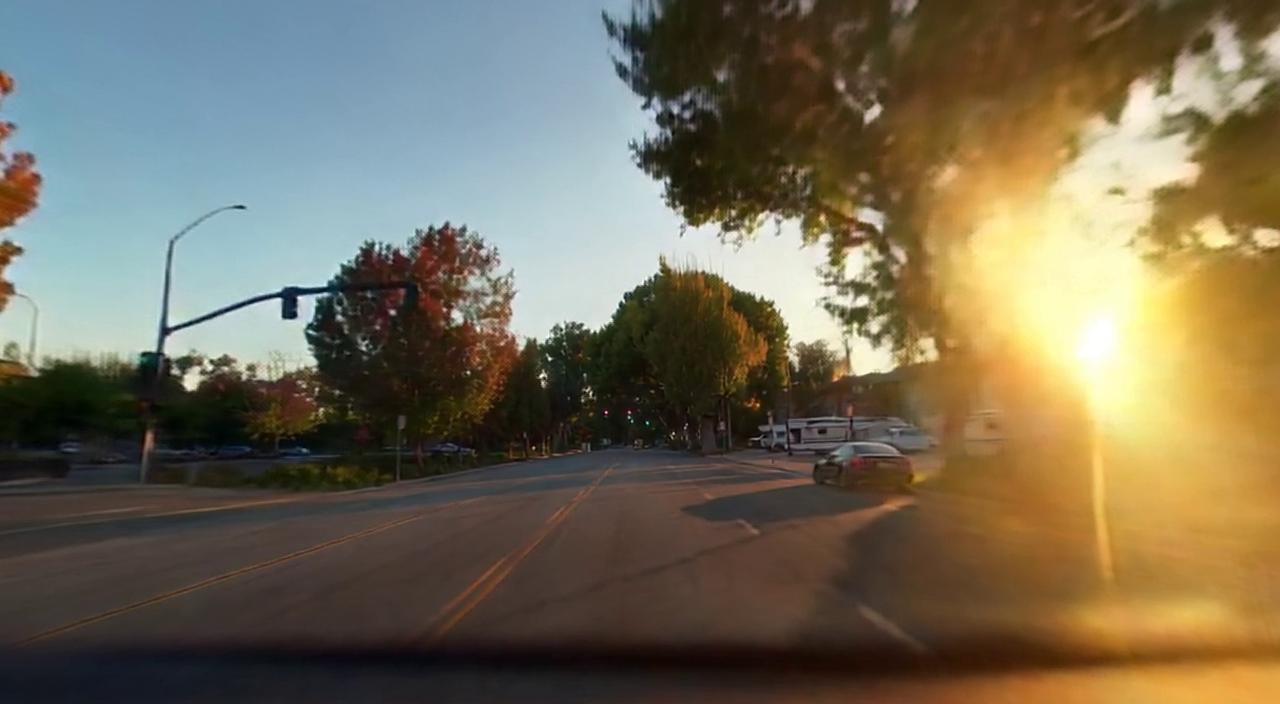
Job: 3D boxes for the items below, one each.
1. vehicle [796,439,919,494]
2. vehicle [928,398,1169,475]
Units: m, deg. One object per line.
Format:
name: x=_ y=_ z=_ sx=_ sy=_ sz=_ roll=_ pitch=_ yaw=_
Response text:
vehicle: x=6.416 y=3.414 z=19.244 sx=1.993 sy=1.461 sz=4.269 roll=0 pitch=-8 yaw=-3
vehicle: x=17.219 y=3.620 z=27.163 sx=8.016 sy=2.965 sz=3.192 roll=-1 pitch=-8 yaw=1
